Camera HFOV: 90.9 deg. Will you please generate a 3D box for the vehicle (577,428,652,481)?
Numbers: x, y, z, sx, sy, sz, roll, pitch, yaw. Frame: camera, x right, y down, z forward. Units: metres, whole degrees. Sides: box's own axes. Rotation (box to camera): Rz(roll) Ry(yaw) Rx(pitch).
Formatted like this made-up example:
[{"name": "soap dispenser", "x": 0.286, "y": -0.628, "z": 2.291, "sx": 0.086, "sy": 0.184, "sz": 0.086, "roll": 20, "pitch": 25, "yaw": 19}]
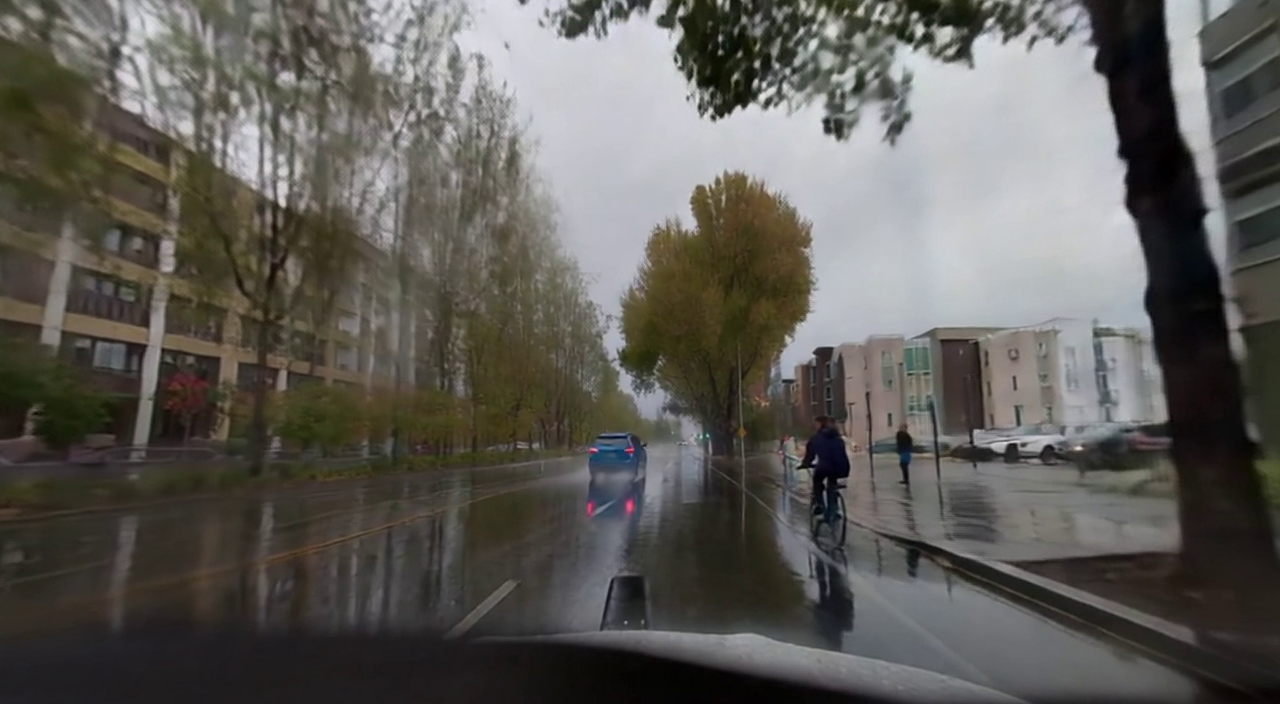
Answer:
[{"name": "vehicle", "x": -0.866, "y": 3.997, "z": 24.959, "sx": 2.294, "sy": 1.859, "sz": 5.127, "roll": -1, "pitch": -8, "yaw": 5}]
